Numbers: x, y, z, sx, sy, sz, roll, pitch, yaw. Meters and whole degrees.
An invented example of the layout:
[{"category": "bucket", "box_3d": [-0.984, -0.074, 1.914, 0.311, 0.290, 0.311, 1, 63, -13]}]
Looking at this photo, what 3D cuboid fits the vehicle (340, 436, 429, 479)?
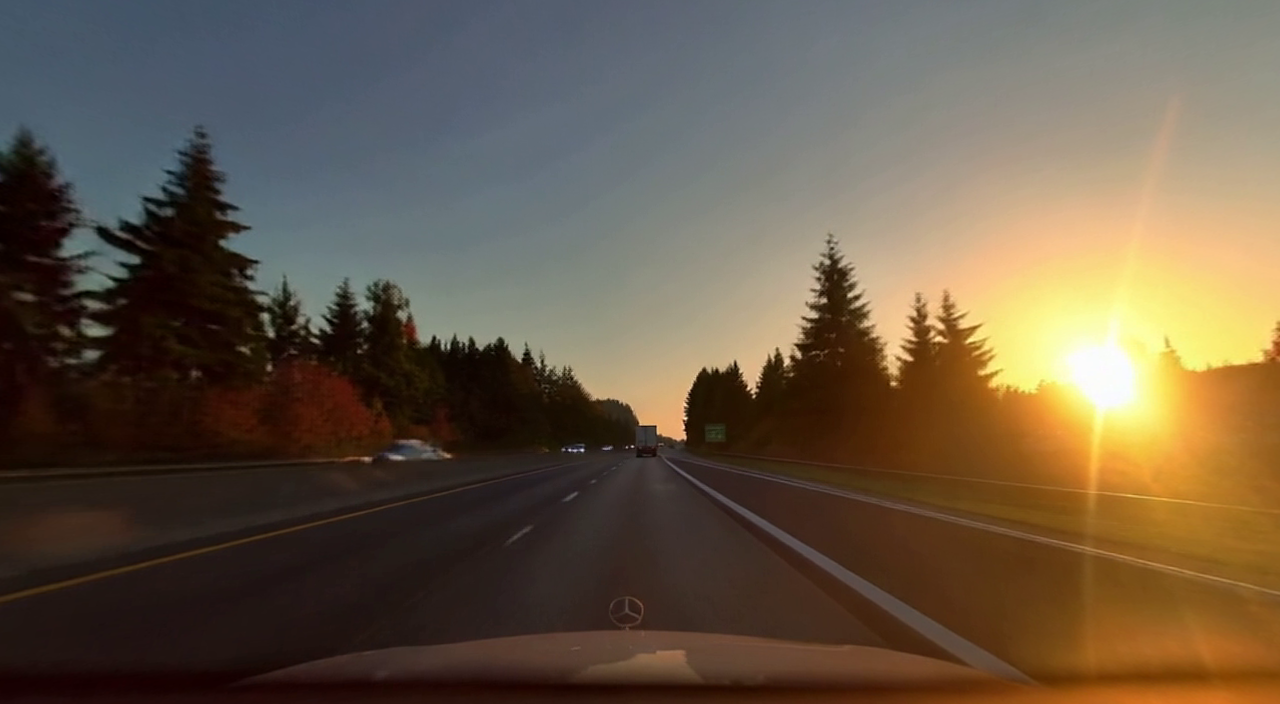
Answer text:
[{"category": "vehicle", "box_3d": [-11.843, 4.937, 29.680, 2.034, 1.856, 4.993, 0, -9, 1]}]
